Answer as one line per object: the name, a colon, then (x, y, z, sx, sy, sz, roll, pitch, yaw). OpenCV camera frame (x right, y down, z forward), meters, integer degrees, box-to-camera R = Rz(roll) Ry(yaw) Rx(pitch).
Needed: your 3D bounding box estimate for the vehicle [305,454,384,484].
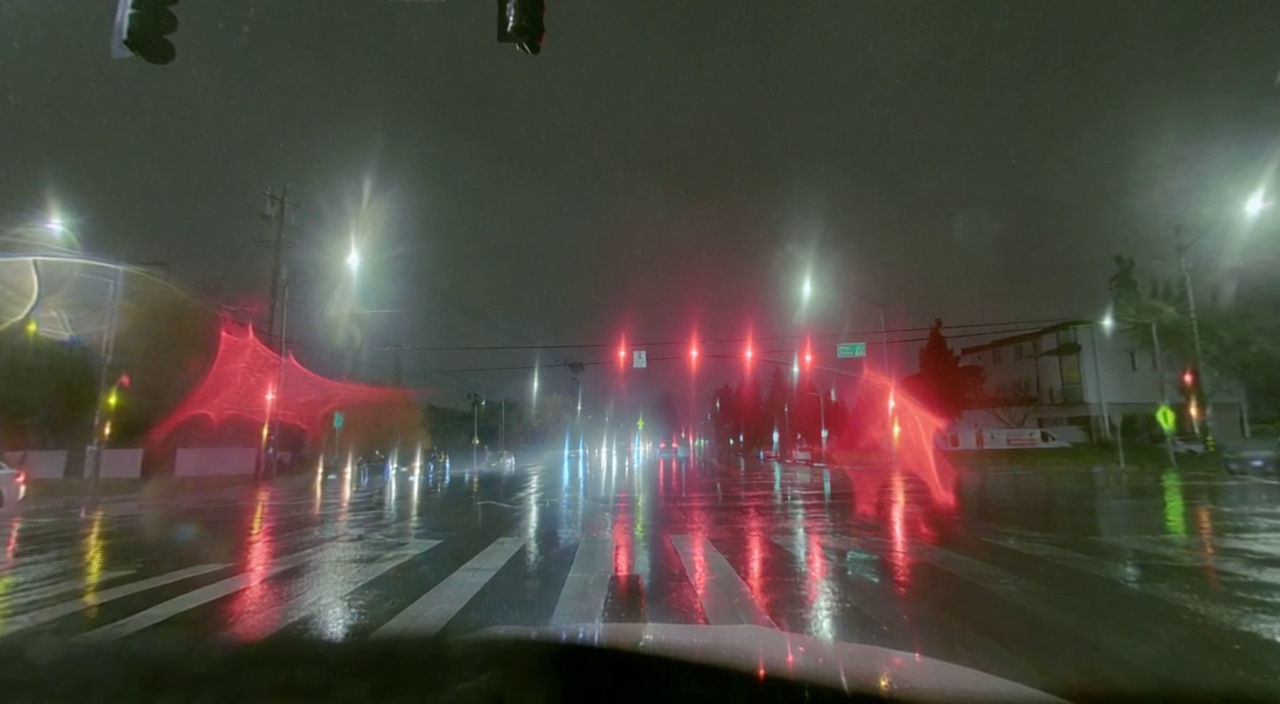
vehicle: (-16.090, 6.375, 34.503, 2.055, 1.506, 4.663, 0, -9, 0)

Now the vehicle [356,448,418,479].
vehicle: (-16.180, 7.108, 40.447, 1.960, 1.819, 5.018, 0, -9, -1)
